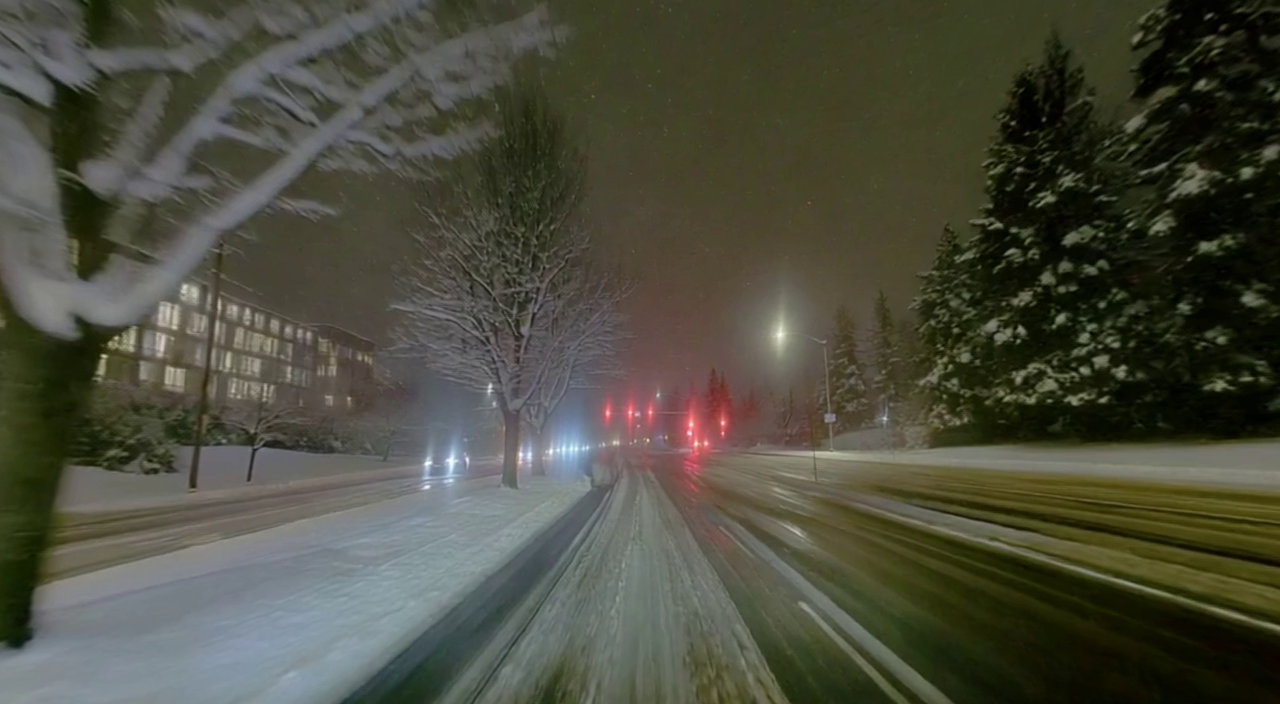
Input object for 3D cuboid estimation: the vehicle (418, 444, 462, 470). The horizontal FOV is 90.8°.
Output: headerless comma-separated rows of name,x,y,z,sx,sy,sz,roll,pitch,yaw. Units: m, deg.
vehicle,-15.370,8.095,48.777,2.038,1.857,5.078,0,-9,-4
